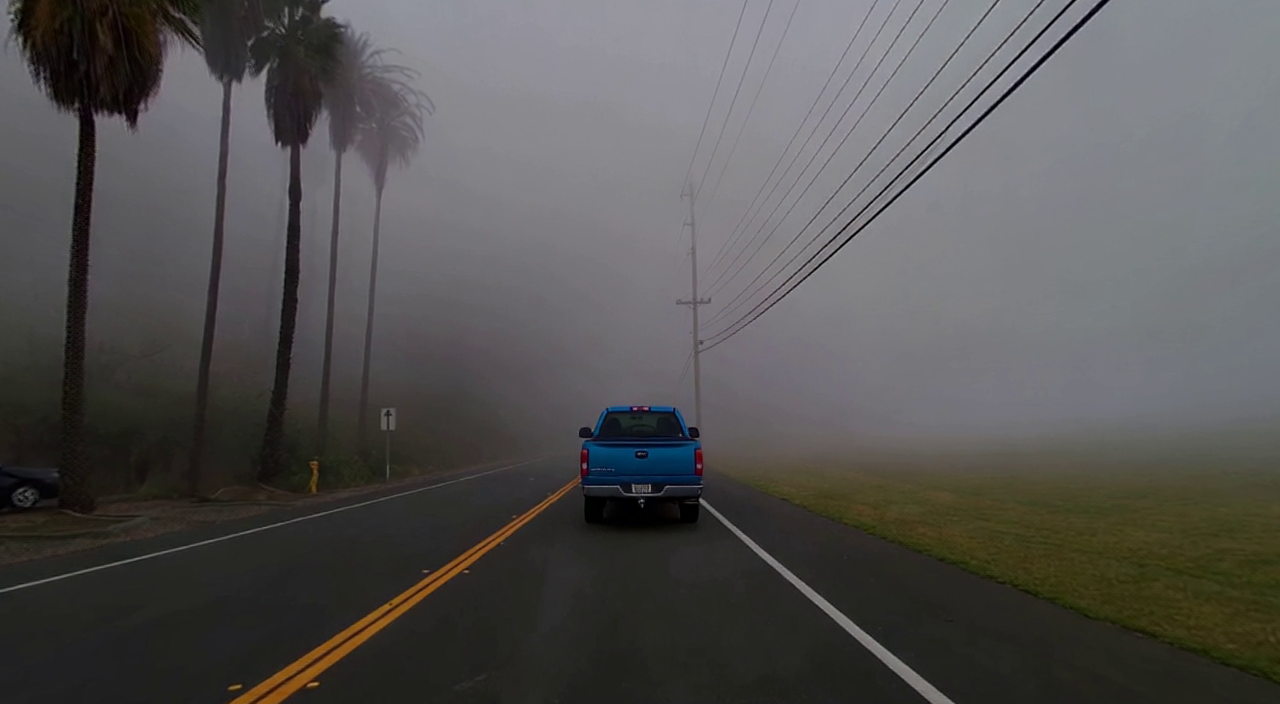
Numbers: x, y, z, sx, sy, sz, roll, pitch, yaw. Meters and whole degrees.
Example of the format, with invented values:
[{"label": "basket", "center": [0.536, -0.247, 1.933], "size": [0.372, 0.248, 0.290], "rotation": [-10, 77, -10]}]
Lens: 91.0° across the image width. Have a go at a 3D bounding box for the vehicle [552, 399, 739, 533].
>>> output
[{"label": "vehicle", "center": [0.046, 2.152, 12.469], "size": [2.803, 2.005, 5.885], "rotation": [0, -8, -1]}]
